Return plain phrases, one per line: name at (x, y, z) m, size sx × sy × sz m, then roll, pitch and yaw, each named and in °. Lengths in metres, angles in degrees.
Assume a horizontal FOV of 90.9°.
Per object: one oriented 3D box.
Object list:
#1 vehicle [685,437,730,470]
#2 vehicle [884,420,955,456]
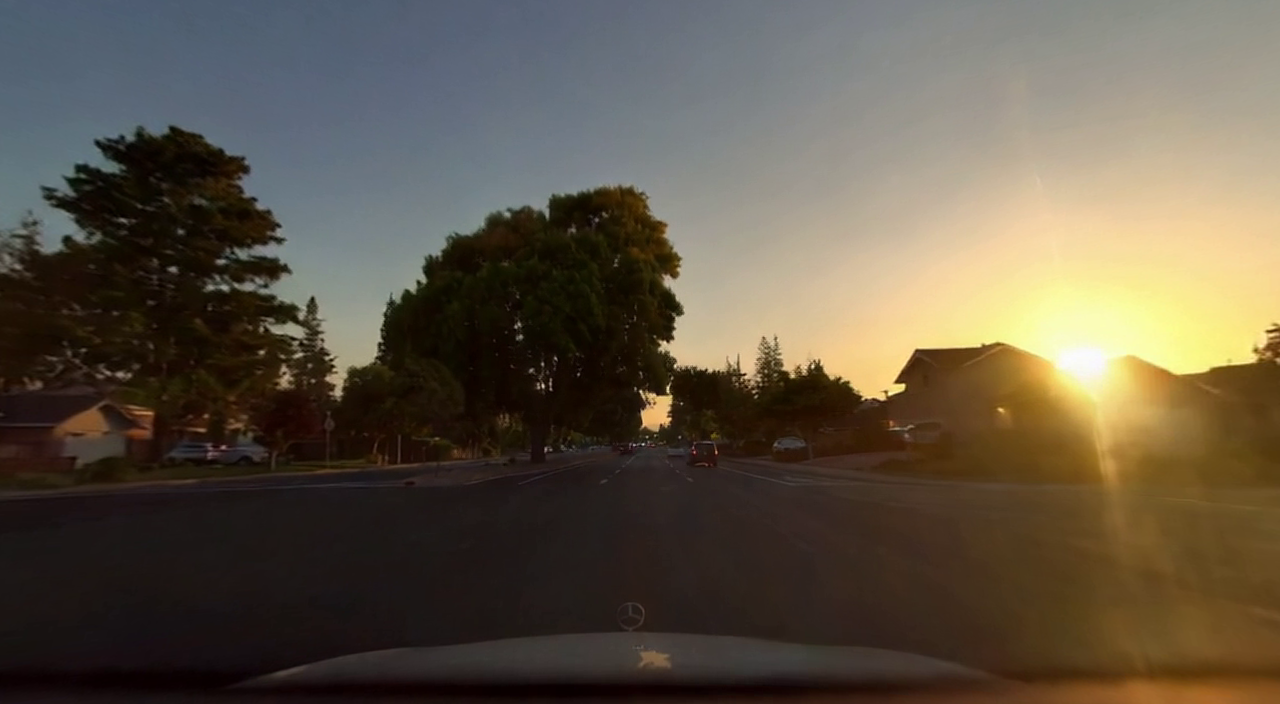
vehicle at (3.894, 5.962, 37.188) m, size 2.114 × 1.780 × 4.445 m, roll 0°, pitch -8°, yaw -1°
vehicle at (15.669, 4.855, 35.623) m, size 2.084 × 1.868 × 5.067 m, roll 0°, pitch -8°, yaw 6°
